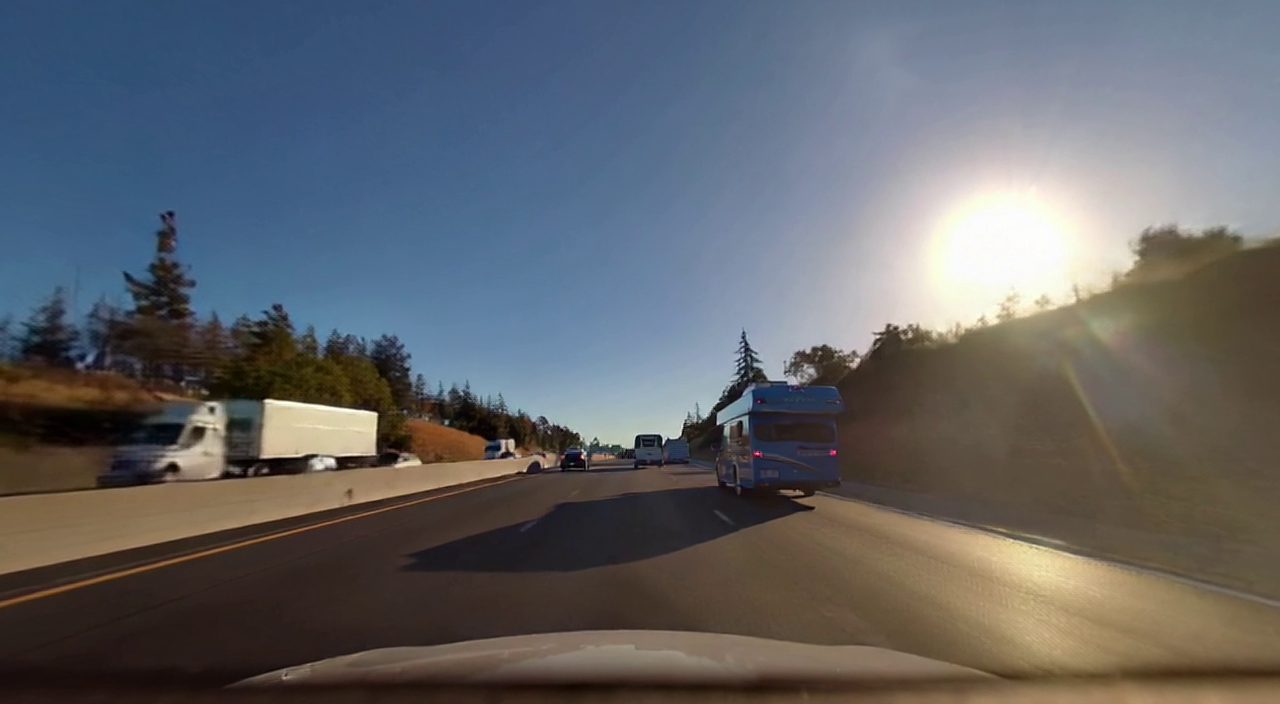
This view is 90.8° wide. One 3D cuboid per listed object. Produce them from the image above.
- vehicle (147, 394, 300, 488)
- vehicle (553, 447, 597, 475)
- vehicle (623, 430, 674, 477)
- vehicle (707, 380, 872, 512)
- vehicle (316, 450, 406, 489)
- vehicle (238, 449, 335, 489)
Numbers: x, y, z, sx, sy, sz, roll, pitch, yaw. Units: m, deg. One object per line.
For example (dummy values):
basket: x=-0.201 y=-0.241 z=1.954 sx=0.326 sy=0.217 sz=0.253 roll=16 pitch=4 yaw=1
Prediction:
vehicle: x=-19.407 y=4.247 z=29.972 sx=2.988 sy=4.013 sz=5.863 roll=0 pitch=-9 yaw=1
vehicle: x=-3.650 y=6.223 z=36.230 sx=1.959 sy=1.502 sz=4.559 roll=0 pitch=-9 yaw=1
vehicle: x=0.440 y=5.449 z=34.071 sx=2.524 sy=2.310 sz=4.986 roll=0 pitch=-9 yaw=0
vehicle: x=3.683 y=2.620 z=17.631 sx=2.607 sy=2.910 sz=7.252 roll=0 pitch=-9 yaw=-2
vehicle: x=-11.322 y=4.771 z=25.923 sx=1.813 sy=1.457 sz=3.906 roll=0 pitch=-9 yaw=1
vehicle: x=-15.166 y=5.005 z=27.330 sx=1.908 sy=1.598 sz=3.831 roll=0 pitch=-9 yaw=1
